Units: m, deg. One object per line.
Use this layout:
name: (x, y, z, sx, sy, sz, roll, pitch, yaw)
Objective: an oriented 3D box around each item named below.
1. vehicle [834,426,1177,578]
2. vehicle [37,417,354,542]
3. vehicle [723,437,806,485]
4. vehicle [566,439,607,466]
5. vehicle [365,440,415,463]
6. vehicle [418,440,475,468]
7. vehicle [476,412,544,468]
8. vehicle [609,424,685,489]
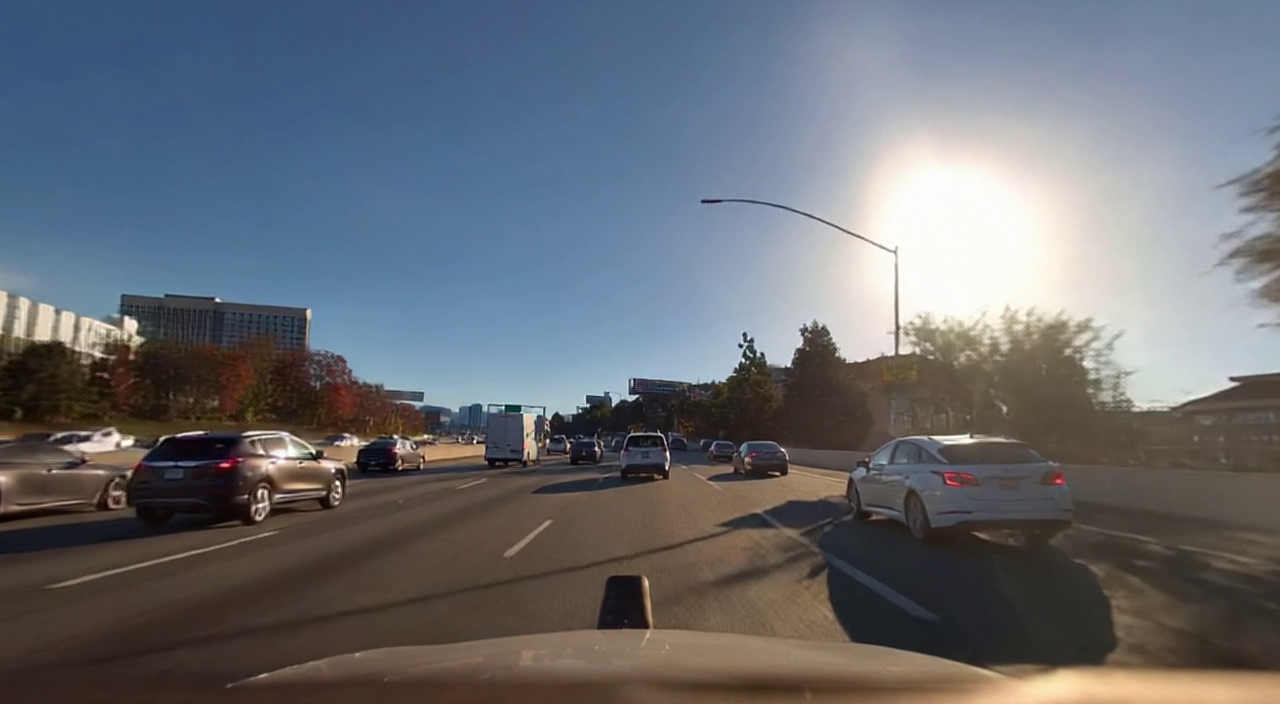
vehicle: (4.300, 1.809, 8.520, 1.915, 1.482, 4.537, 0, -8, 0)
vehicle: (-6.910, 2.012, 10.613, 2.021, 1.632, 4.417, 0, -8, 1)
vehicle: (4.235, 3.790, 22.263, 1.942, 1.487, 4.518, 0, -8, -1)
vehicle: (-3.187, 6.151, 38.762, 2.079, 1.499, 4.512, 0, -8, 1)
vehicle: (-17.118, 6.826, 43.383, 1.848, 1.487, 3.805, 0, -8, 0)
vehicle: (-10.918, 5.759, 35.819, 1.923, 1.480, 3.905, 0, -8, 1)
vehicle: (-7.112, 4.967, 35.524, 2.358, 2.817, 7.055, 0, -8, 0)
vehicle: (0.218, 3.360, 20.662, 2.209, 1.863, 4.626, 0, -8, 1)
